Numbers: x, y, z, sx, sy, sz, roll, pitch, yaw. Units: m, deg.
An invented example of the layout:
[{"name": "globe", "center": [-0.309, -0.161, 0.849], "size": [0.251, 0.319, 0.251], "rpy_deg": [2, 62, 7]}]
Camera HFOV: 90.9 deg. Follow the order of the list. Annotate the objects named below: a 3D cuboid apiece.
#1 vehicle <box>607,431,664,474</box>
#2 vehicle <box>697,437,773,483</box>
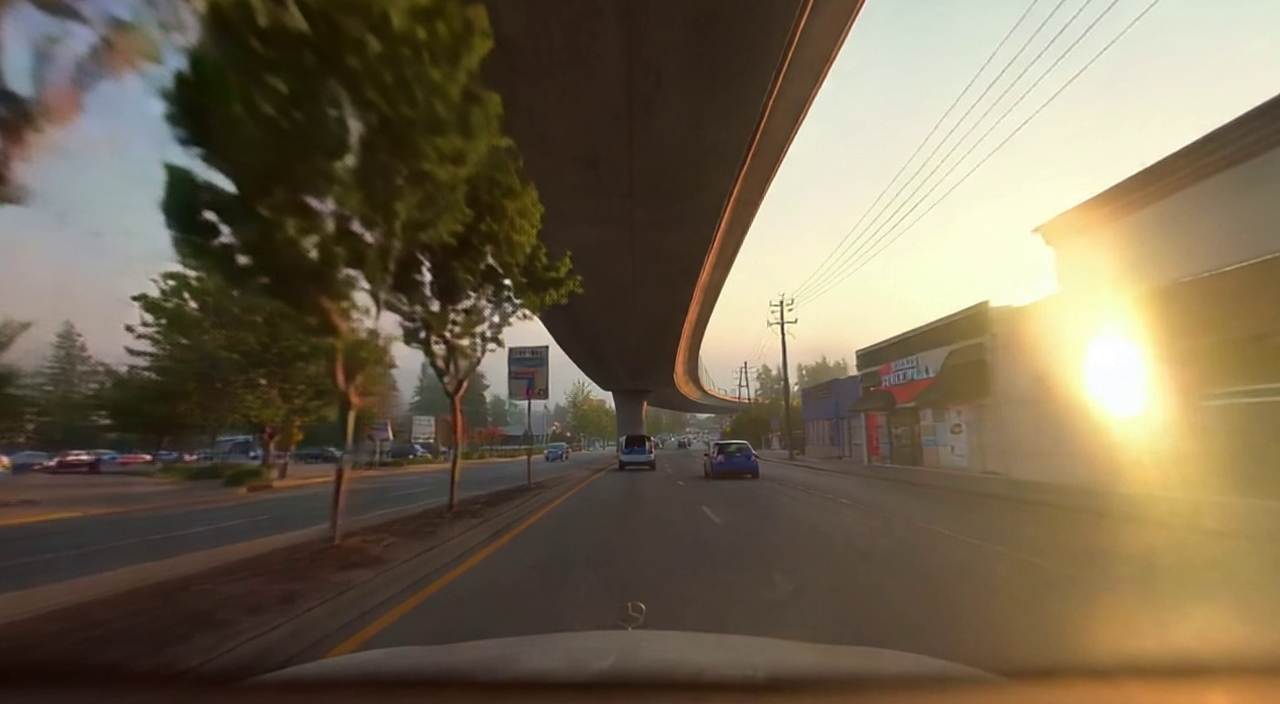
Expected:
[{"name": "vehicle", "center": [-0.150, 4.590, 29.145], "size": [2.441, 1.813, 4.581], "rpy_deg": [0, -8, 1]}, {"name": "vehicle", "center": [3.323, 3.857, 22.956], "size": [1.954, 1.479, 4.557], "rpy_deg": [0, -8, -1]}]
